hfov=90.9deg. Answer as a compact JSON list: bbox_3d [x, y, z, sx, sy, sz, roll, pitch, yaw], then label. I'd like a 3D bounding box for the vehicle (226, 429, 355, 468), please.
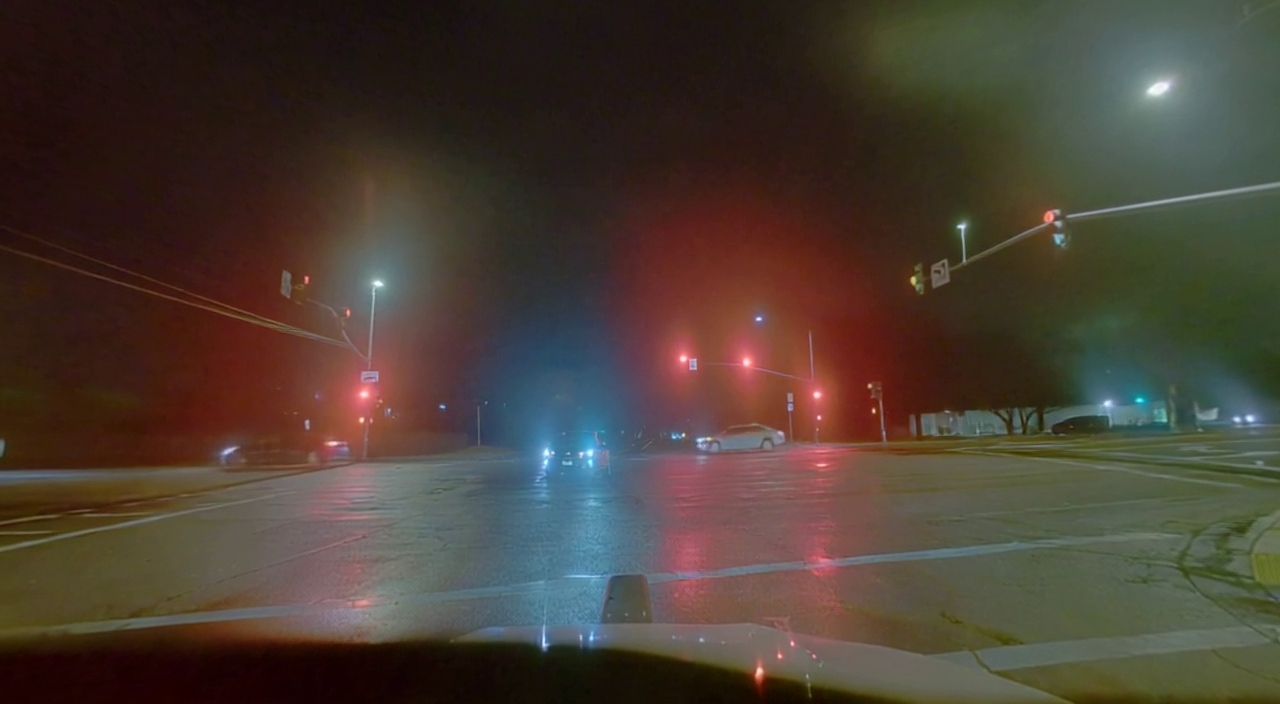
[{"bbox_3d":[-14.960,4.159,27.239,4.407,1.569,1.859,1,-9,-10],"label":"vehicle"}]

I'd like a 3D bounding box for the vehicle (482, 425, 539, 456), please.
[{"bbox_3d":[-8.297,5.746,40.915,2.000,1.864,5.044,-1,-9,7],"label":"vehicle"}]

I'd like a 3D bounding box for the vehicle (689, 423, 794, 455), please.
[{"bbox_3d":[4.731,4.092,29.694,4.510,1.431,1.884,1,-9,-8],"label":"vehicle"}]

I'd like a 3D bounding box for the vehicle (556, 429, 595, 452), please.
[{"bbox_3d":[-4.397,6.168,43.767,1.919,1.467,4.086,-1,-9,5],"label":"vehicle"}]
